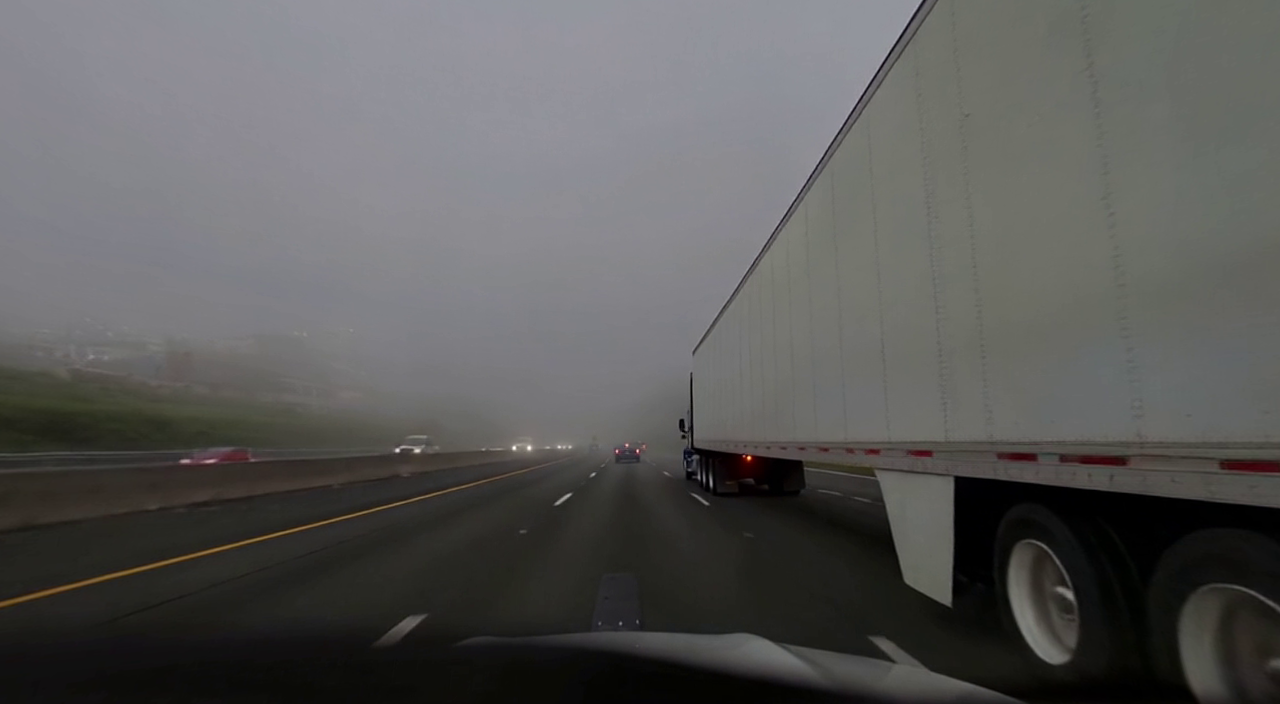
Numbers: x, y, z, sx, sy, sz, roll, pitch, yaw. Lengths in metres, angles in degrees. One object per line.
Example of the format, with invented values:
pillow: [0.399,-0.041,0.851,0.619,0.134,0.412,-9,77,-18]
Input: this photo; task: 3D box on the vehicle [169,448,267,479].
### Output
vehicle: [-21.798,5.774,32.899,2.109,1.470,4.501,0,-9,-2]

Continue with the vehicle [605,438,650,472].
vehicle: [-0.669,5.453,33.517,2.191,1.685,4.015,0,-9,-1]

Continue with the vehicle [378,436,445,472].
vehicle: [-14.545,6.526,40.594,2.213,2.161,5.648,0,-9,-1]

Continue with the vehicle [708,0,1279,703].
vehicle: [3.355,0.395,7.998,2.996,4.123,15.965,0,-9,-1]
